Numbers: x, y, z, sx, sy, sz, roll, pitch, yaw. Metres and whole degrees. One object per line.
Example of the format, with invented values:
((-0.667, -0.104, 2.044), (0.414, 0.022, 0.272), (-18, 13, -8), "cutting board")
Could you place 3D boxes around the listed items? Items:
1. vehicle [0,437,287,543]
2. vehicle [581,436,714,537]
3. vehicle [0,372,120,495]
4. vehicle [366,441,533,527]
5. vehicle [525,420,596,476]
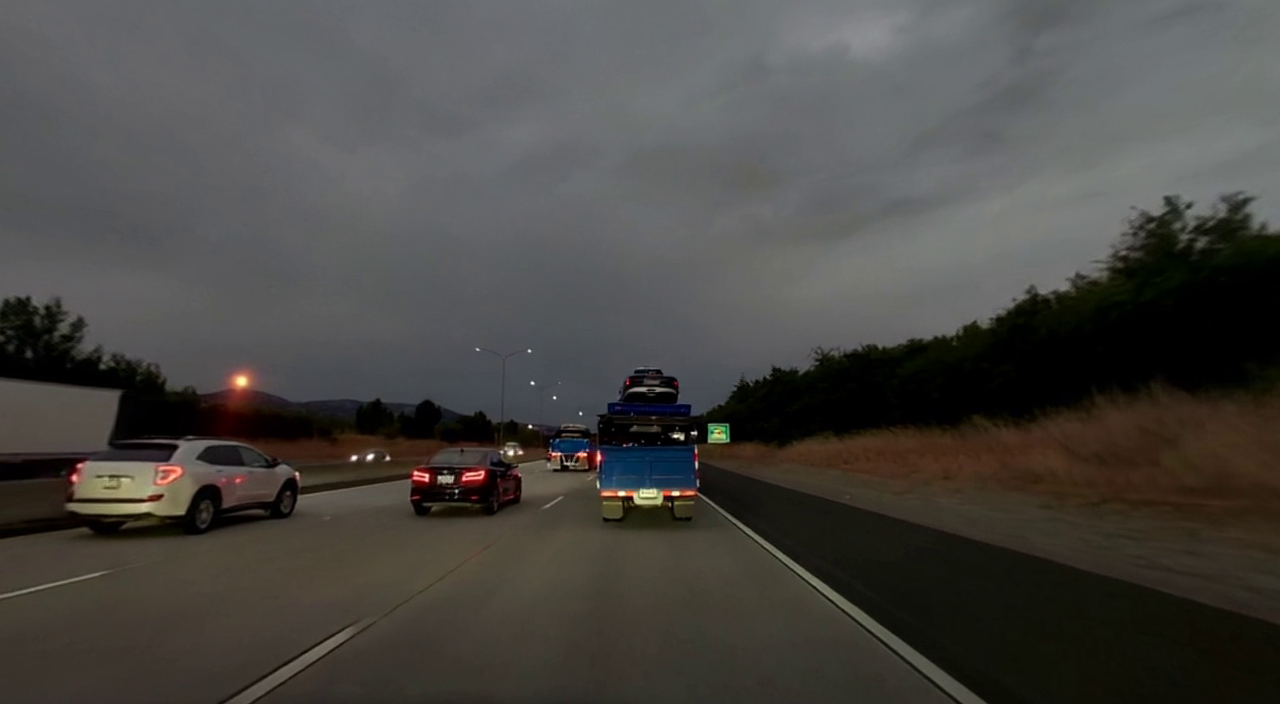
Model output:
((-8.364, 2.310, 11.169), (1.888, 1.507, 3.949), (0, -9, 0), "vehicle")
((0.122, 2.302, 11.287), (1.991, 1.507, 3.391), (0, -9, 0), "vehicle")
((-22.947, 2.346, 18.683), (2.891, 4.067, 14.222), (0, -9, 1), "vehicle")
((-3.672, 2.624, 13.160), (1.947, 1.470, 4.526), (0, -9, 2), "vehicle")
((-2.454, 3.101, 20.319), (2.031, 1.594, 4.103), (1, -9, -5), "vehicle")
